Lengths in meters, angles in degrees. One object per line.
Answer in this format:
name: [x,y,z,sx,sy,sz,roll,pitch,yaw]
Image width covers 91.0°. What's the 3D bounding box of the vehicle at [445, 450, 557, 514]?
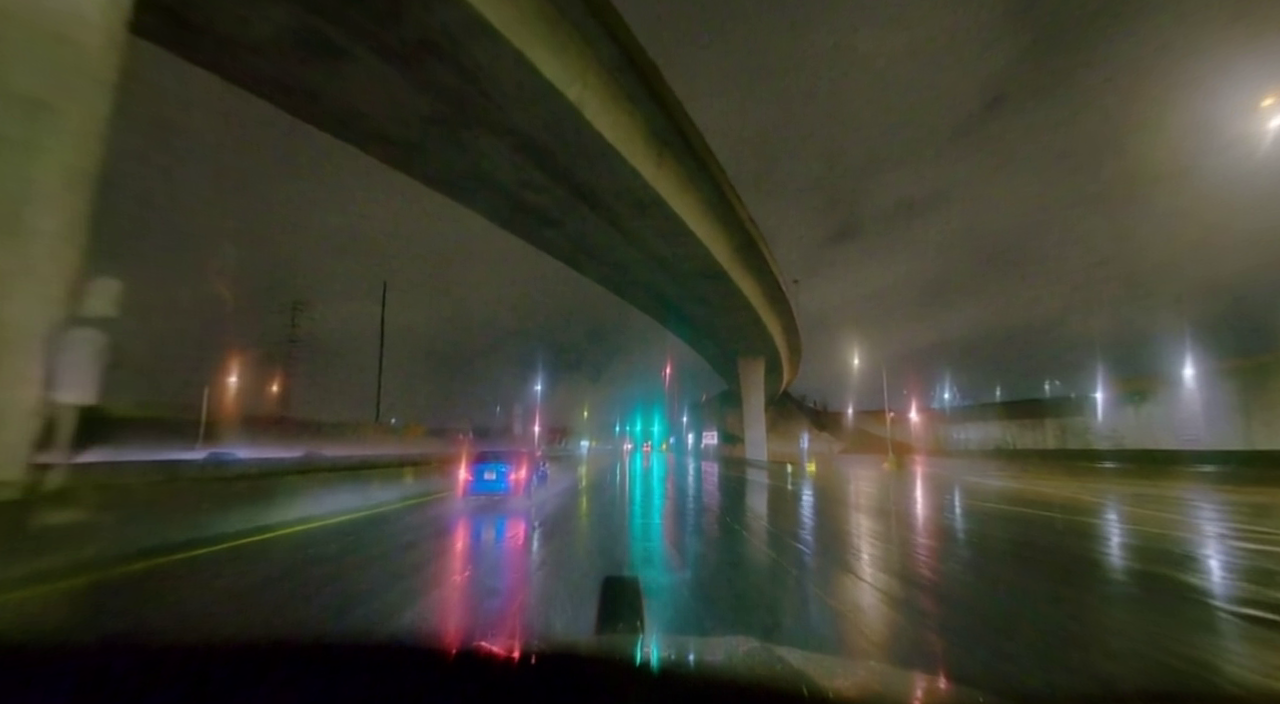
vehicle: [-3.562,3.401,17.017,2.044,1.478,4.114,0,-9,1]
